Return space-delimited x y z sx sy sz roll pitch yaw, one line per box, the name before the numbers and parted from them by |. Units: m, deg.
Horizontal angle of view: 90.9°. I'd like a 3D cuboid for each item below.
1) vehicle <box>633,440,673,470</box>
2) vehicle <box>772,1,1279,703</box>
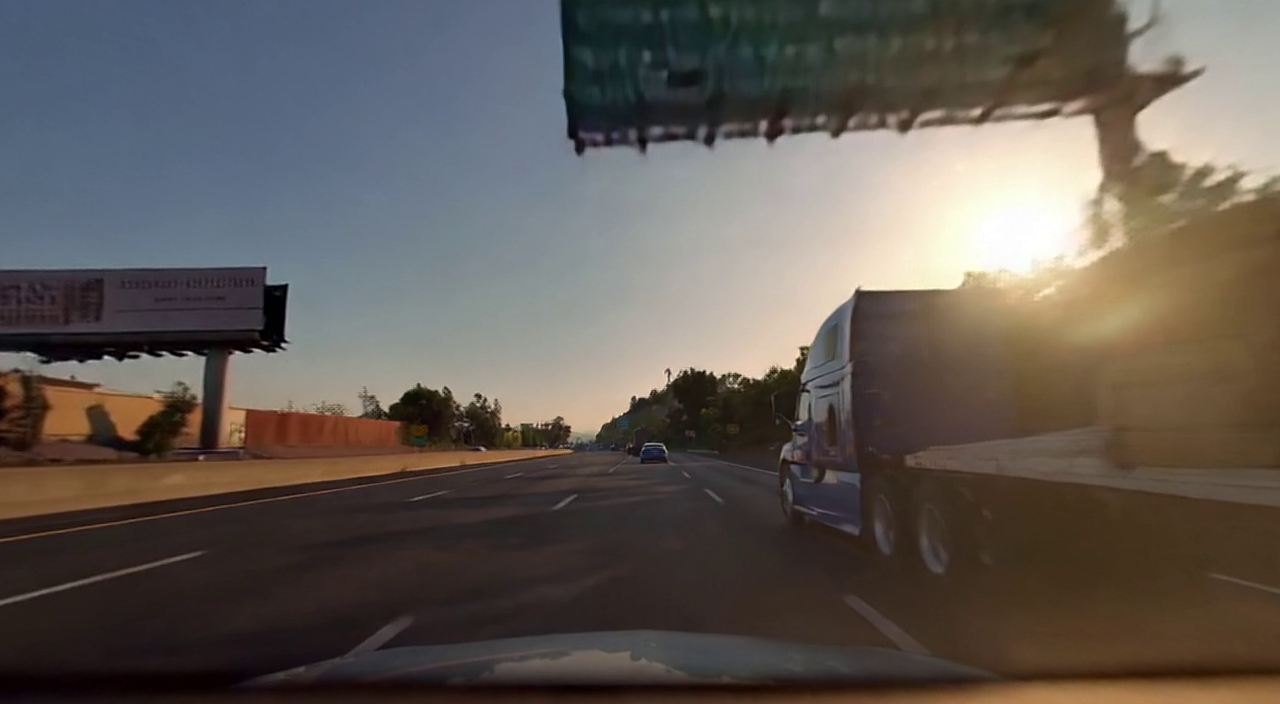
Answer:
vehicle | 0.652 5.575 34.305 2.042 1.528 4.300 0 -8 0
vehicle | 4.083 0.453 7.589 3.071 3.888 8.330 0 -8 -1
